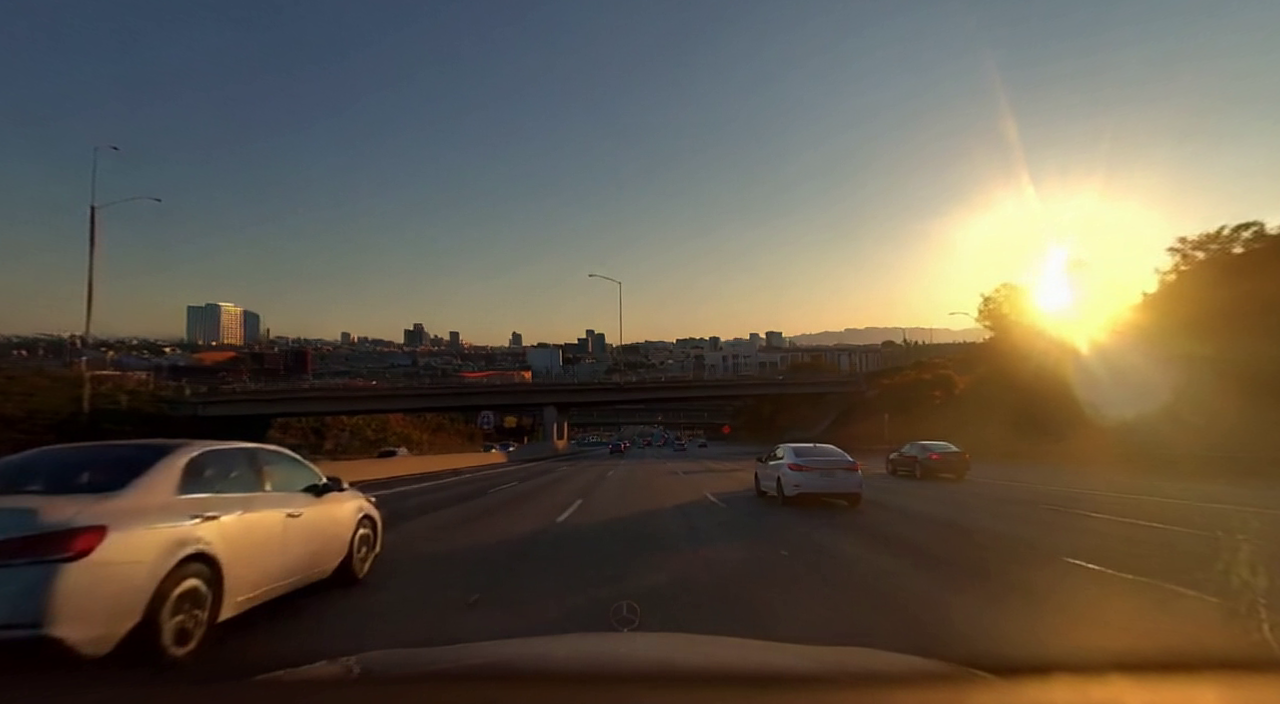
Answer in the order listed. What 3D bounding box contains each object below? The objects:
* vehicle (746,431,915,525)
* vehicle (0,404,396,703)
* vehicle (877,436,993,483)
[{"bbox_3d":[3.463,2.365,12.409,1.961,1.504,4.094,0,-8,-1],"label":"vehicle"},{"bbox_3d":[-3.506,1.239,4.220,1.975,1.536,4.295,0,-8,1],"label":"vehicle"},{"bbox_3d":[10.401,3.816,22.681,2.019,1.529,4.385,0,-8,-1],"label":"vehicle"}]
